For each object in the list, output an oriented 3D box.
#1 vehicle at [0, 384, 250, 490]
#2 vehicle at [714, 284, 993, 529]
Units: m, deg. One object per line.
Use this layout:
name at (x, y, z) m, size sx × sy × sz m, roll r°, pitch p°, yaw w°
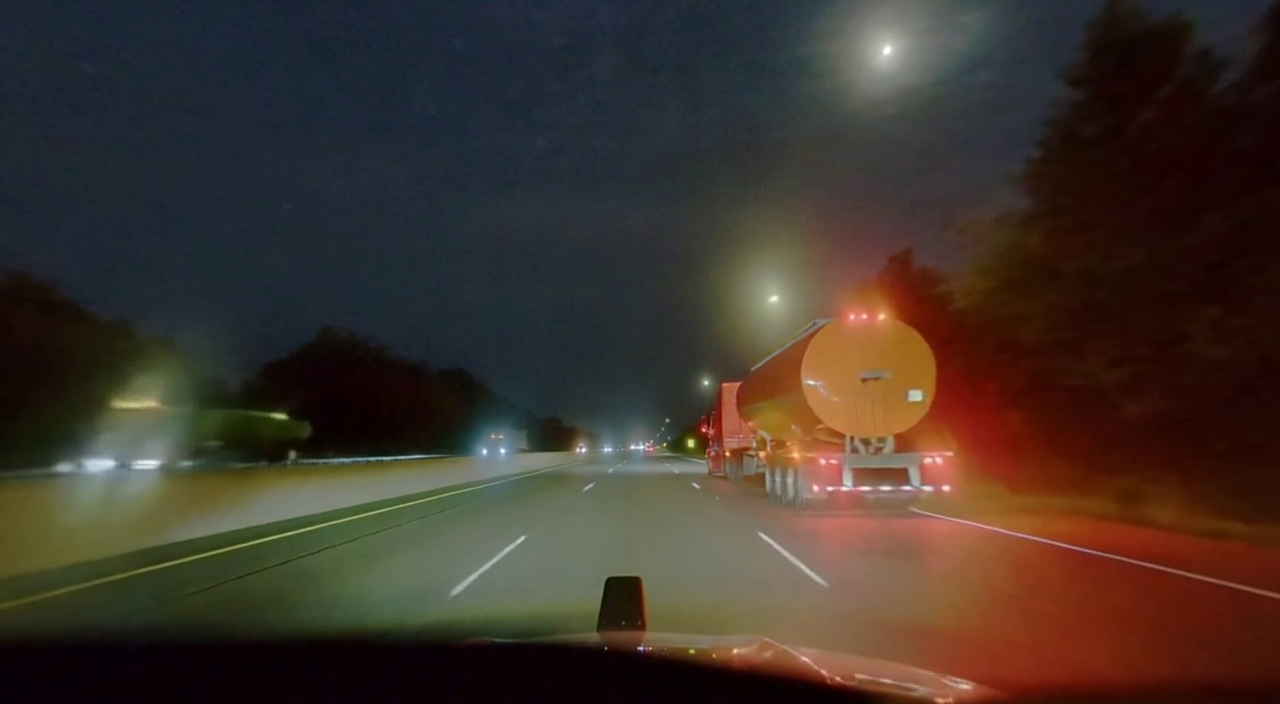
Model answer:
vehicle at (-19.522, 3.412, 24.729) m, size 2.858 × 3.421 × 8.433 m, roll 0°, pitch -9°, yaw 1°
vehicle at (4.340, 1.896, 17.366) m, size 2.784 × 4.080 × 13.516 m, roll -2°, pitch -9°, yaw 0°
